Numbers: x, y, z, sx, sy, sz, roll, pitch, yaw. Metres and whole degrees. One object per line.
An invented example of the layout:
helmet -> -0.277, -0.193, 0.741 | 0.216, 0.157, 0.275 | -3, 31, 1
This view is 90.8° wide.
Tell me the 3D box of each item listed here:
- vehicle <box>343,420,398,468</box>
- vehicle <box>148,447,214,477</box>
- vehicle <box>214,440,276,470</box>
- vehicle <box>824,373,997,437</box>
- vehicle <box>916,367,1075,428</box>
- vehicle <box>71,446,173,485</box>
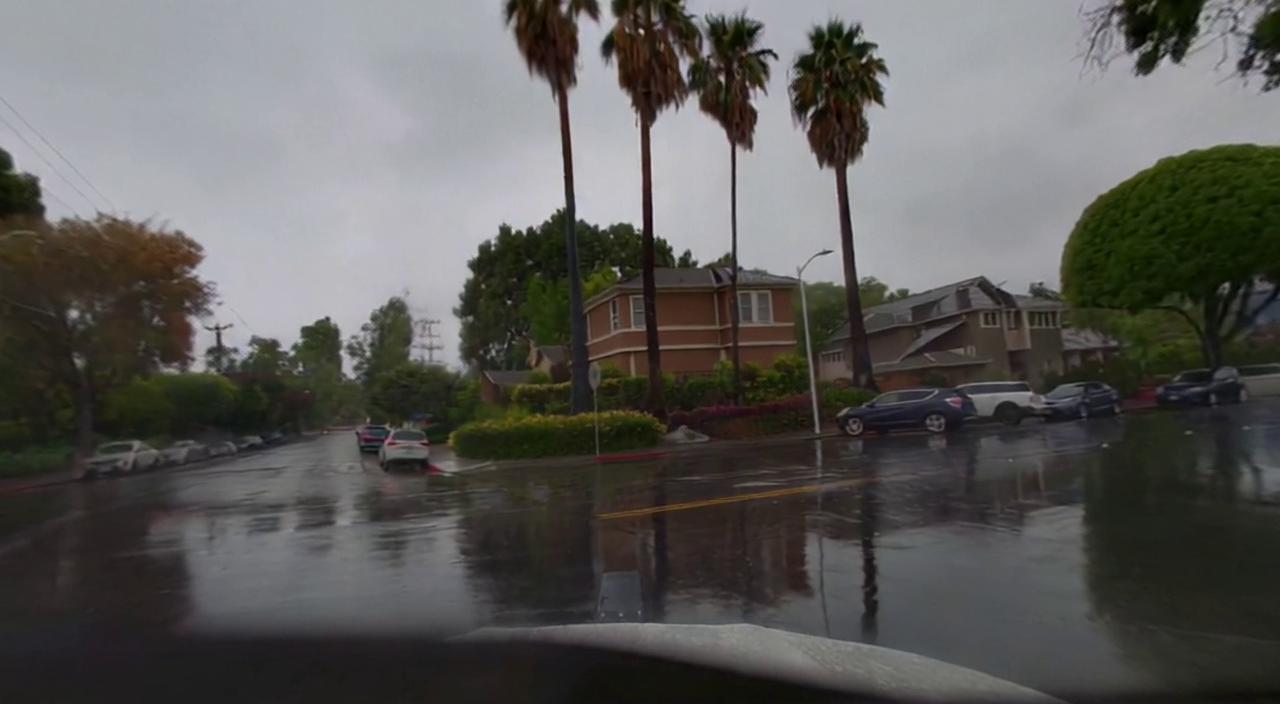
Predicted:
vehicle -> -12.599, 4.336, 29.665 | 2.154, 2.035, 4.261 | 1, -9, -22
vehicle -> -25.404, 6.074, 35.122 | 1.795, 1.463, 4.382 | 1, -9, -20
vehicle -> -22.562, 5.899, 36.262 | 2.071, 1.538, 4.428 | 1, -9, -20
vehicle -> 8.906, 1.893, 21.230 | 1.998, 1.752, 4.866 | 5, -11, -38
vehicle -> 12.341, 1.698, 22.205 | 1.995, 1.772, 4.273 | 4, -10, -36
vehicle -> -23.075, 5.038, 28.397 | 2.118, 1.526, 4.727 | 1, -9, -22
